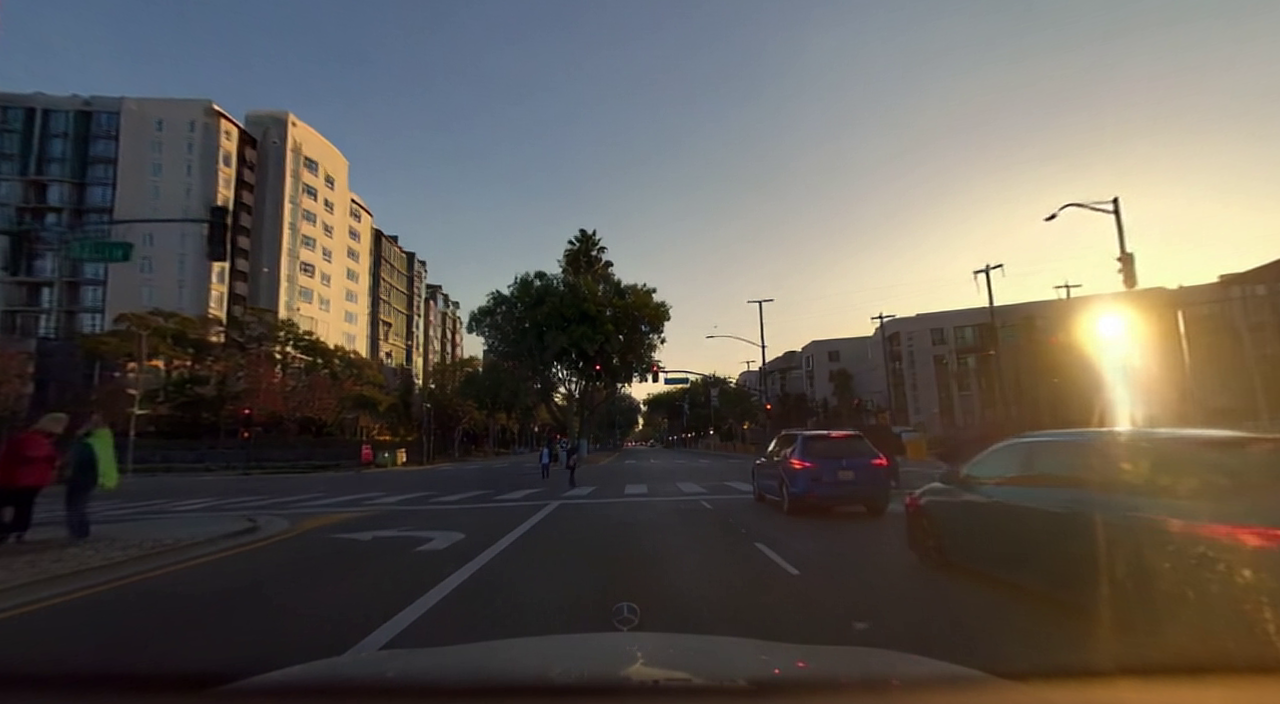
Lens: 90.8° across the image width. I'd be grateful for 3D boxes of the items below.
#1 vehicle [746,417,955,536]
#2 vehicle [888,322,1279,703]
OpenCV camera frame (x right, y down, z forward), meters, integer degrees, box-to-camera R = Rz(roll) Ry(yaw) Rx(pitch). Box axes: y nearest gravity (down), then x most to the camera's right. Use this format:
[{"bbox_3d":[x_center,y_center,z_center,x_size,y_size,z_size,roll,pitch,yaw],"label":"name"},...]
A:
[{"bbox_3d":[3.303,2.054,10.968,2.060,1.631,4.169,0,-9,-2],"label":"vehicle"},{"bbox_3d":[3.647,0.997,4.147,2.060,1.756,4.770,0,-9,0],"label":"vehicle"}]
